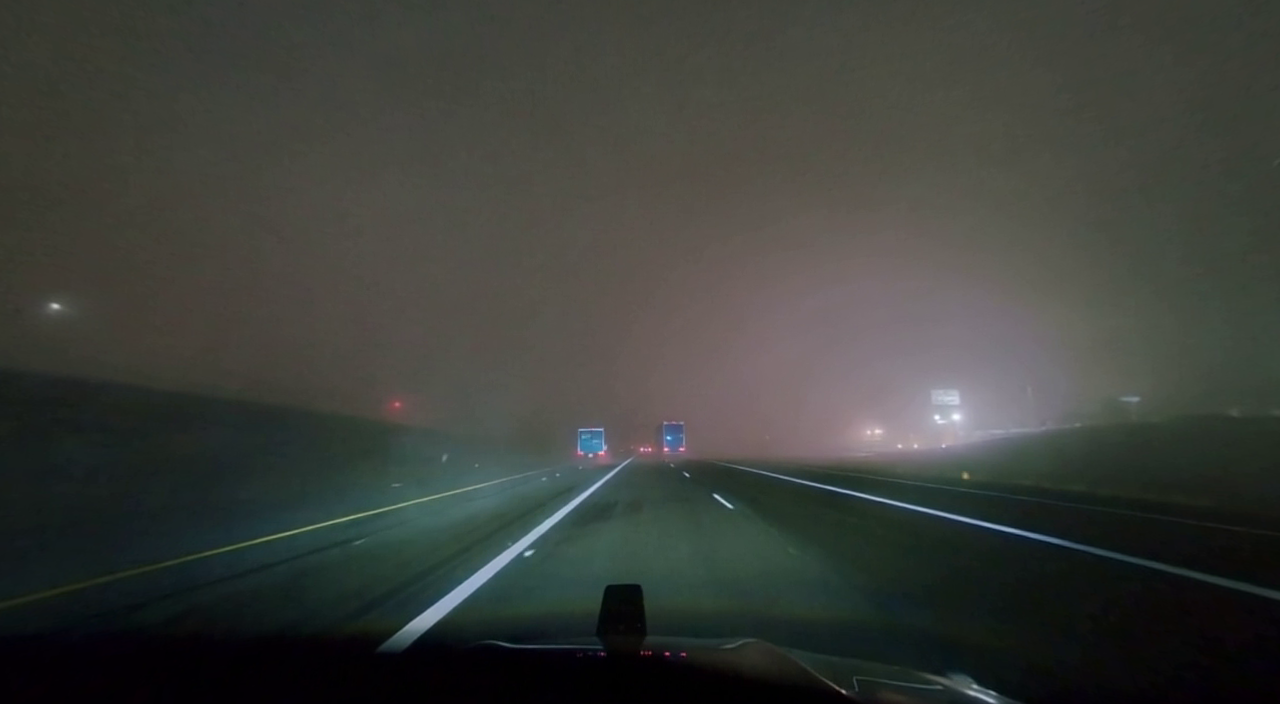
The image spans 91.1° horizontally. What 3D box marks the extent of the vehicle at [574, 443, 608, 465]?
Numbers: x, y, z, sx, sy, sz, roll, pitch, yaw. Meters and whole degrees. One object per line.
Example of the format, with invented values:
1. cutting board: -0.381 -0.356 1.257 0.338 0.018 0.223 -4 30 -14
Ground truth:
1. vehicle: -3.649 7.676 47.597 2.113 1.548 4.532 0 -8 2
